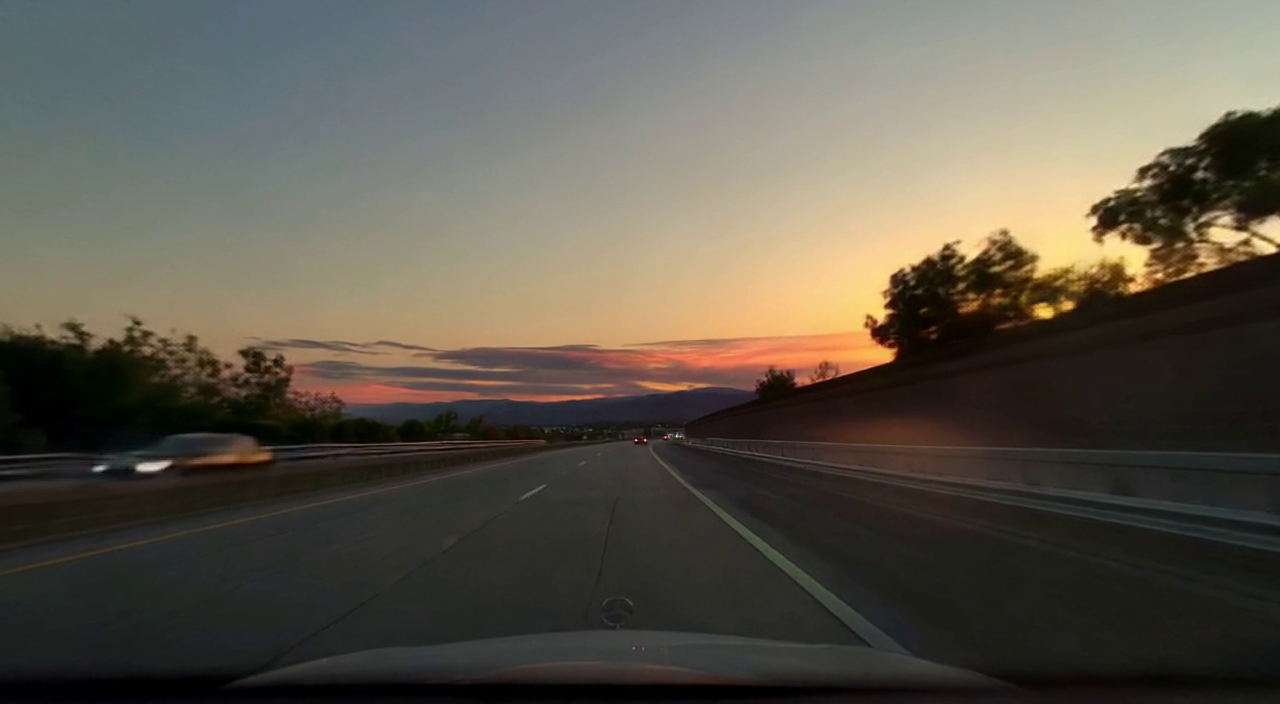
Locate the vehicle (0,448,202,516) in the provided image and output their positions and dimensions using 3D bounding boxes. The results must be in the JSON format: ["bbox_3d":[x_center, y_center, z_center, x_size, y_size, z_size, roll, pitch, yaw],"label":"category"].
[{"bbox_3d":[-14.183,3.340,16.768,1.854,1.495,4.452,0,-8,-2],"label":"vehicle"}]
